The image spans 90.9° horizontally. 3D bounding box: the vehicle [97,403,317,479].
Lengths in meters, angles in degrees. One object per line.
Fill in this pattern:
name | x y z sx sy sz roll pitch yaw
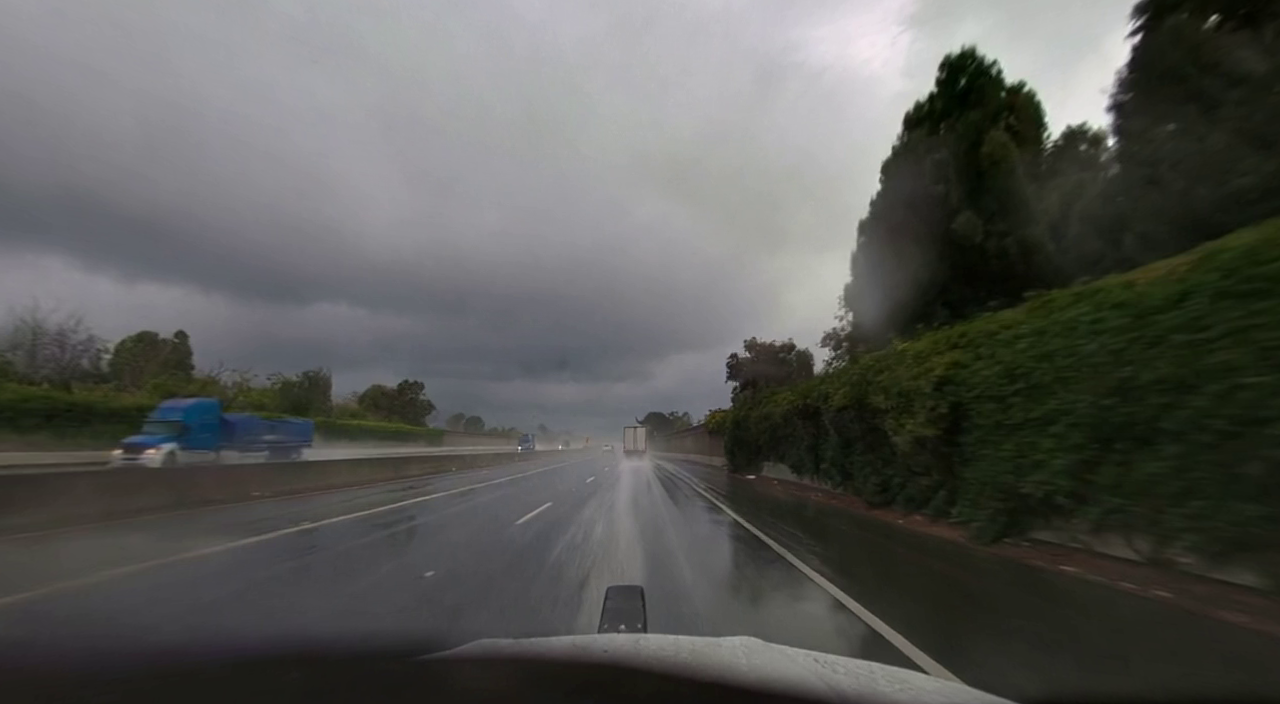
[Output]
vehicle | -23.299 5.134 35.674 2.824 3.436 13.724 0 -9 0
